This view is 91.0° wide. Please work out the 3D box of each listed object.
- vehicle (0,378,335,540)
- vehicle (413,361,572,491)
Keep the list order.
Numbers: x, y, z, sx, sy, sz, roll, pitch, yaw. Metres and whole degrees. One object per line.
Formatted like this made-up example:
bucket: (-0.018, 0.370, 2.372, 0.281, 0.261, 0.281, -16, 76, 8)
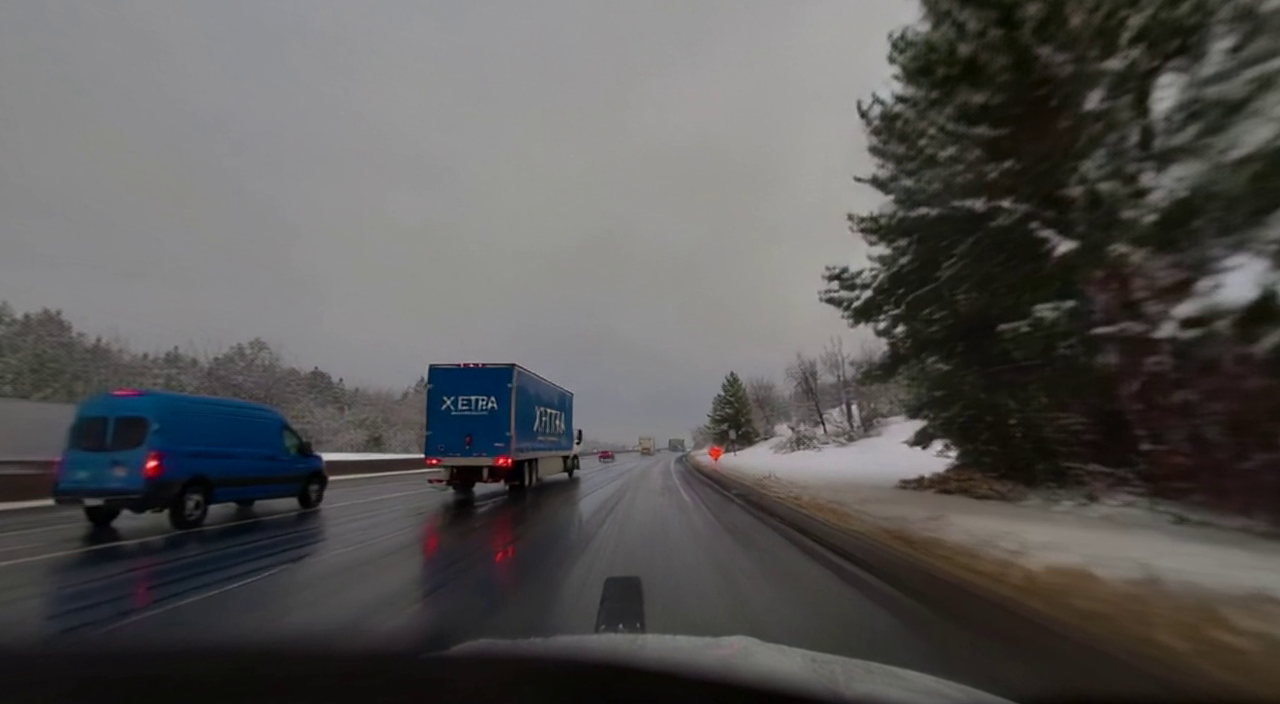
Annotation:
vehicle: (-9.317, 2.166, 13.292, 2.469, 2.615, 5.874, 0, -8, 3)
vehicle: (-5.104, 2.974, 24.432, 3.183, 4.011, 9.617, 0, -8, 4)
